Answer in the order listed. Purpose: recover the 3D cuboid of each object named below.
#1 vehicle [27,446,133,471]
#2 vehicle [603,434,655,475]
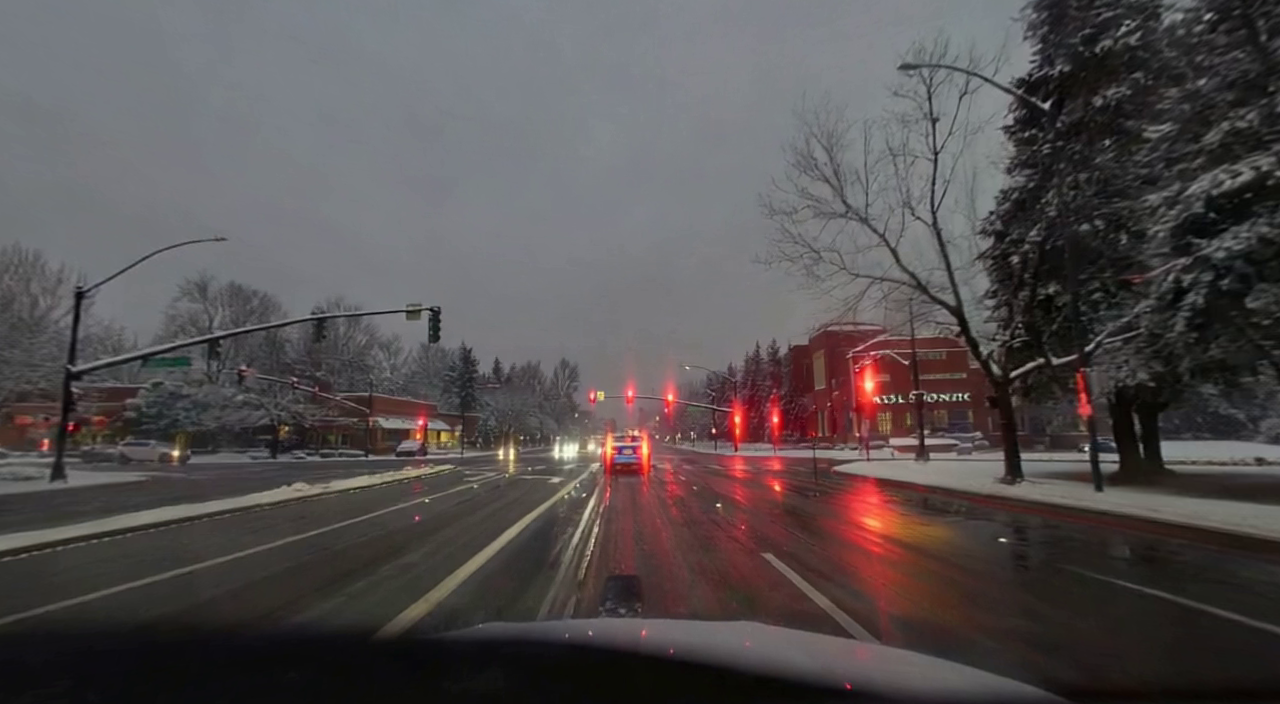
[{"bbox_3d":[-36.989,7.034,41.841,4.891,1.591,2.067,0,-9,-2],"label":"vehicle"},{"bbox_3d":[-0.482,4.422,27.340,2.066,1.618,3.922,0,-9,-1],"label":"vehicle"}]
